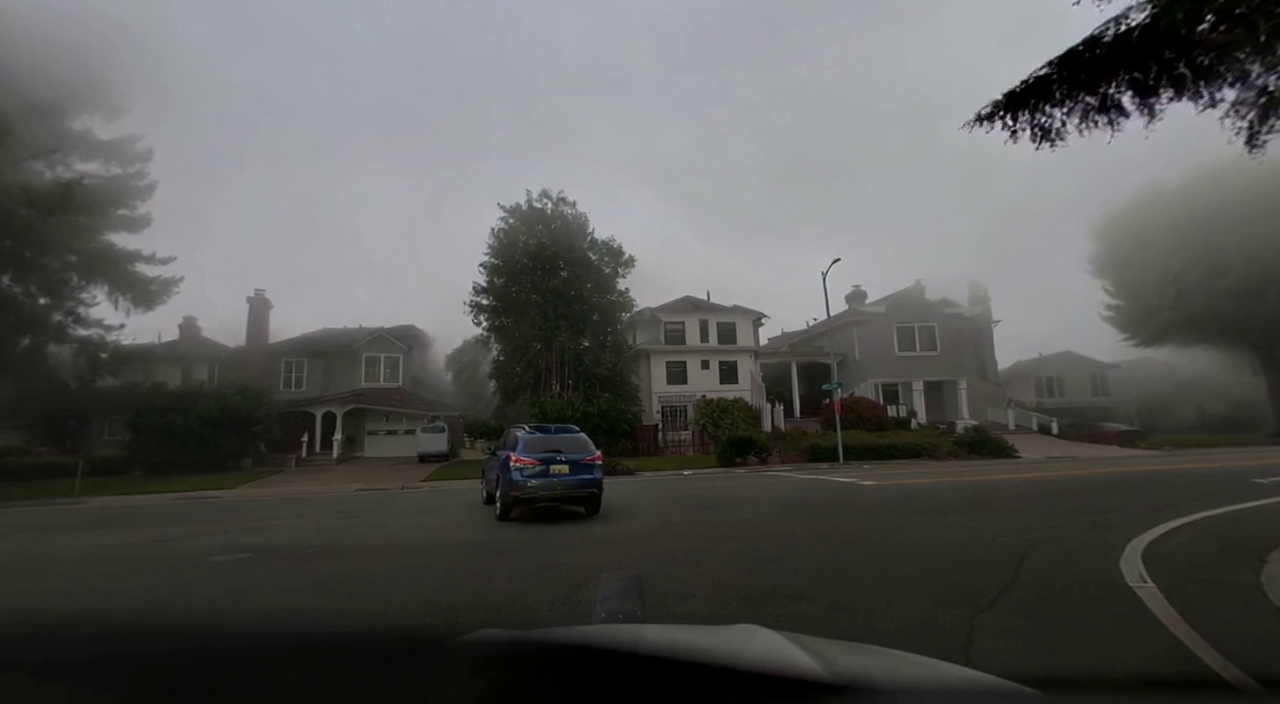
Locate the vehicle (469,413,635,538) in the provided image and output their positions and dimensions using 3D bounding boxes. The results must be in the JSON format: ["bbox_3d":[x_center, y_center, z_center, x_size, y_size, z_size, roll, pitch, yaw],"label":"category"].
[{"bbox_3d":[-1.743,2.045,11.069,2.145,1.695,4.210,3,-9,-18],"label":"vehicle"}]
